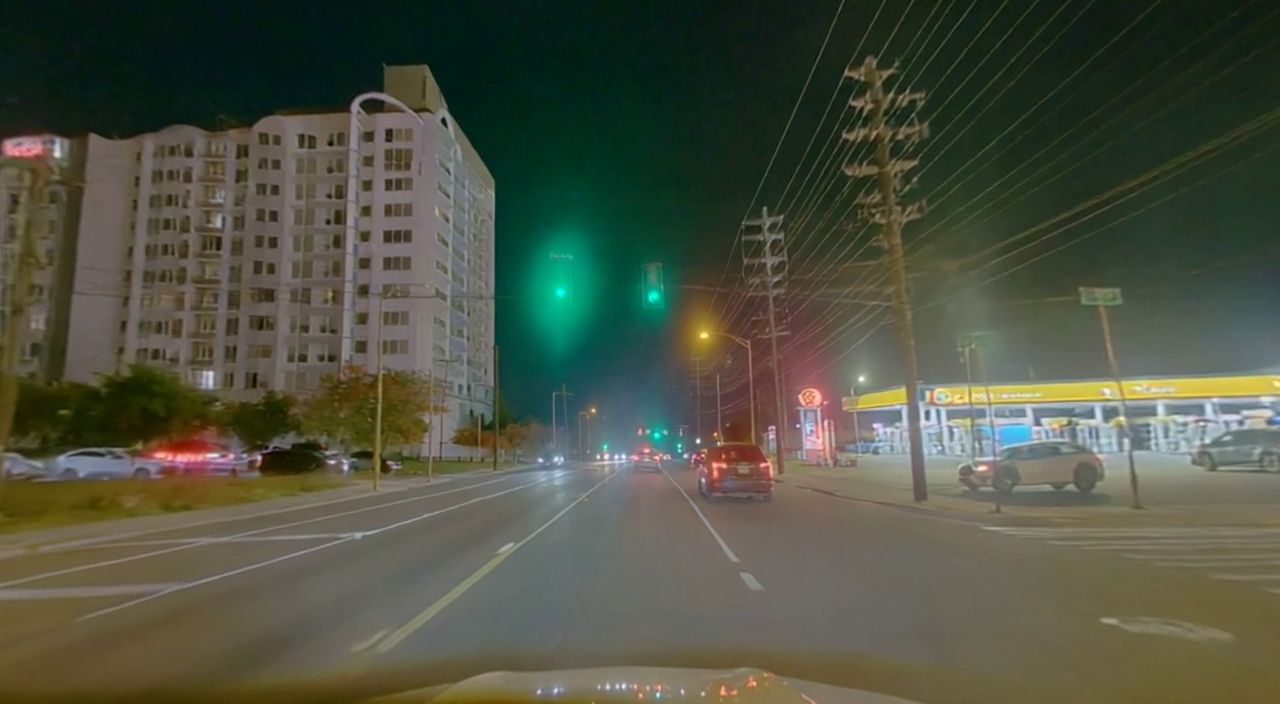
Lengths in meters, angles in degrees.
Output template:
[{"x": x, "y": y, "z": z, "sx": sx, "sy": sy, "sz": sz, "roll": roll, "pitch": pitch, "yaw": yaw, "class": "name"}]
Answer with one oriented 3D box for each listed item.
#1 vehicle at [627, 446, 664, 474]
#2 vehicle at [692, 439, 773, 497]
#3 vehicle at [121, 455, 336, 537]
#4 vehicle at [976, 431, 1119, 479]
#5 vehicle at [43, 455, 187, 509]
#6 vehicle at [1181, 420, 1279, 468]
[{"x": 0.340, "y": 6.101, "z": 35.979, "sx": 1.999, "sy": 1.487, "sz": 3.939, "roll": 0, "pitch": -8, "yaw": 1, "class": "vehicle"}, {"x": 2.847, "y": 3.660, "z": 20.466, "sx": 1.945, "sy": 1.647, "sz": 4.160, "roll": 0, "pitch": -8, "yaw": -1, "class": "vehicle"}, {"x": -9.066, "y": 3.157, "z": 14.506, "sx": 1.859, "sy": 1.451, "sz": 4.447, "roll": -1, "pitch": -8, "yaw": 1, "class": "vehicle"}, {"x": 14.191, "y": 3.592, "z": 22.393, "sx": 1.846, "sy": 1.480, "sz": 4.649, "roll": 0, "pitch": -8, "yaw": -2, "class": "vehicle"}, {"x": -17.076, "y": 4.215, "z": 20.610, "sx": 3.631, "sy": 1.452, "sz": 1.610, "roll": -3, "pitch": -3, "yaw": 9, "class": "vehicle"}, {"x": 21.594, "y": 3.189, "z": 22.070, "sx": 1.856, "sy": 1.530, "sz": 3.933, "roll": 0, "pitch": -8, "yaw": 1, "class": "vehicle"}]
